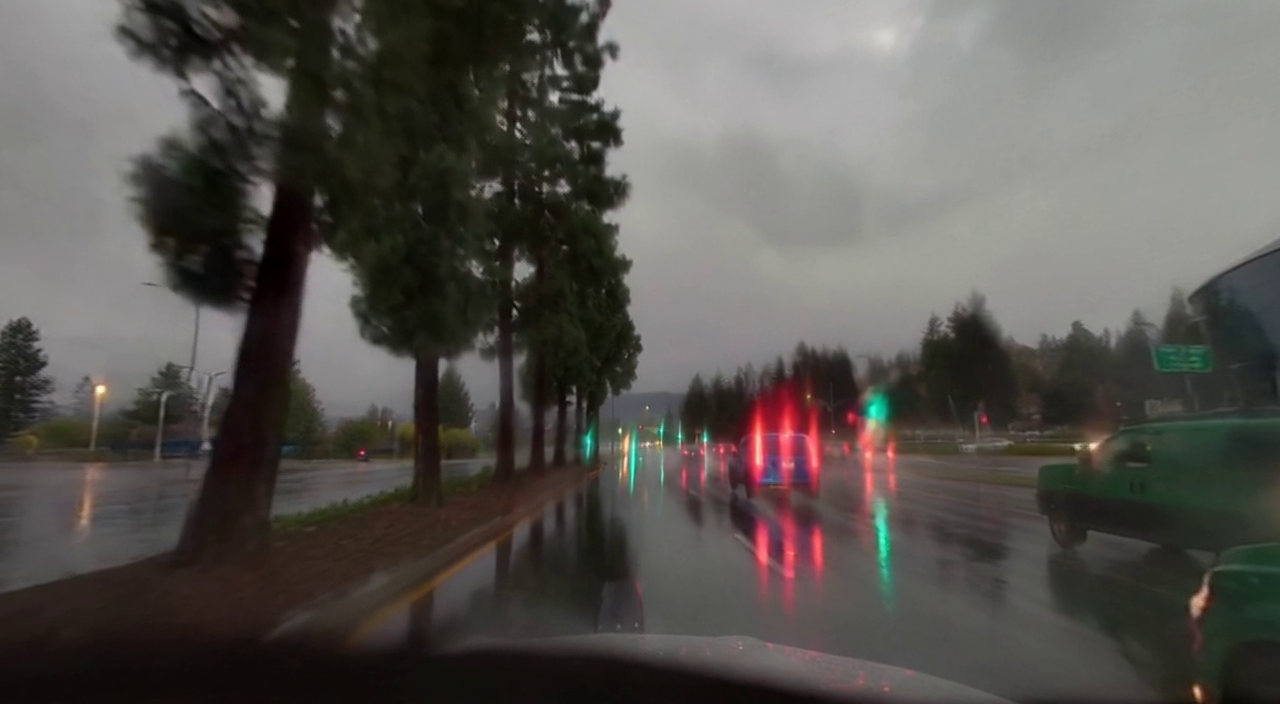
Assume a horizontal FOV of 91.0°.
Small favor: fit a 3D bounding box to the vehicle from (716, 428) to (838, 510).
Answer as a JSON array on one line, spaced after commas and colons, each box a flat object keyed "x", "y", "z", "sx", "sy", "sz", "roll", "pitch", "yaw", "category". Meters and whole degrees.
[{"x": 3.168, "y": 2.795, "z": 15.528, "sx": 2.075, "sy": 1.698, "sz": 4.142, "roll": 1, "pitch": -8, "yaw": 0, "category": "vehicle"}]

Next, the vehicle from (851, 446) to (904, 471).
[{"x": 15.392, "y": 6.893, "z": 40.970, "sx": 1.815, "sy": 1.493, "sz": 4.135, "roll": 1, "pitch": -8, "yaw": 0, "category": "vehicle"}]

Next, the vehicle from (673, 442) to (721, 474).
[{"x": 2.832, "y": 5.336, "z": 32.085, "sx": 1.980, "sy": 1.484, "sz": 4.093, "roll": 1, "pitch": -8, "yaw": -1, "category": "vehicle"}]

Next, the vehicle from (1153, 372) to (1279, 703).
[{"x": 3.165, "y": 0.563, "z": 0.105, "sx": 1.932, "sy": 1.547, "sz": 4.992, "roll": 1, "pitch": -8, "yaw": 0, "category": "vehicle"}]
